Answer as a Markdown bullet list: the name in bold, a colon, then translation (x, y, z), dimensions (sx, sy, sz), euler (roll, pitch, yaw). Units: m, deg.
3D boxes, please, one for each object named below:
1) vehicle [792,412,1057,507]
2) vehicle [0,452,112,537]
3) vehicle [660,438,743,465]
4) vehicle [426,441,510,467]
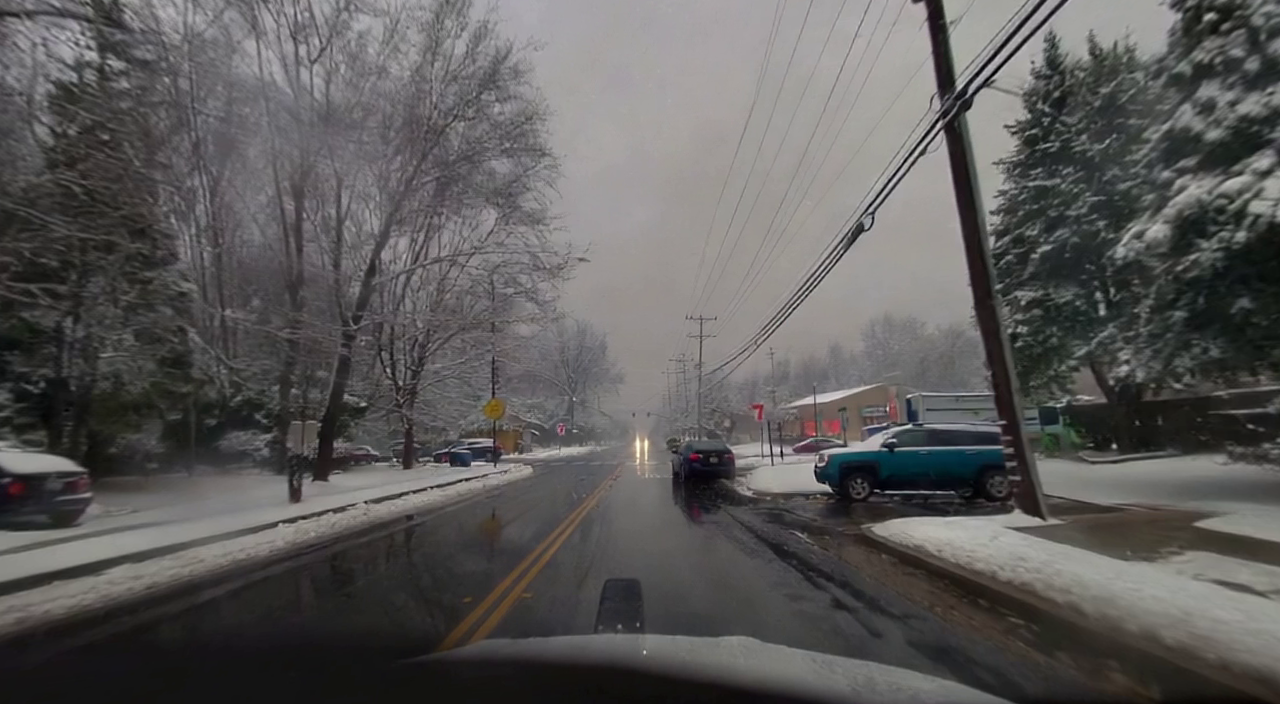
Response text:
- **vehicle**: translation (5.993, 2.353, 14.020), dimensions (4.814, 1.872, 2.220), euler (-1, -9, 7)
- **vehicle**: translation (-12.522, 2.692, 12.309), dimensions (3.793, 1.440, 2.026), euler (-5, -10, 28)
- **vehicle**: translation (4.484, 7.275, 46.404), dimensions (5.536, 1.868, 2.553), euler (-7, -11, 38)
- **vehicle**: translation (-13.041, 7.801, 48.370), dimensions (5.866, 1.904, 2.197), euler (1, -9, -6)
